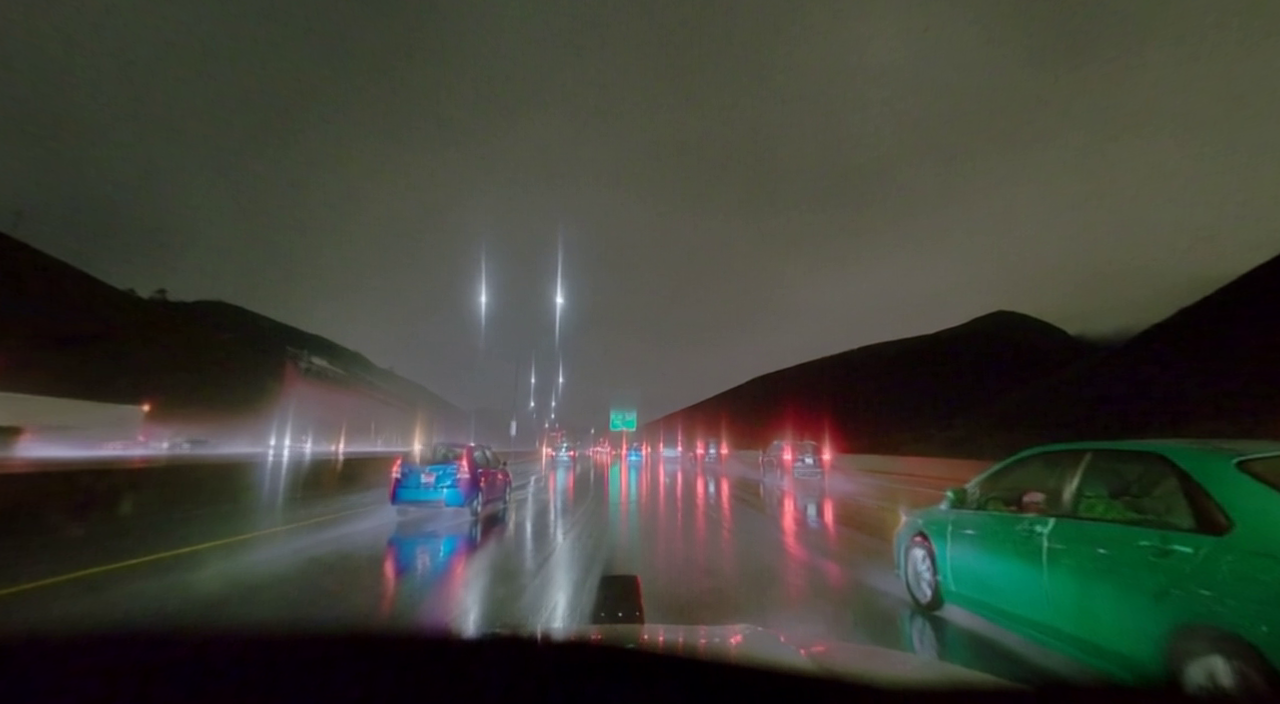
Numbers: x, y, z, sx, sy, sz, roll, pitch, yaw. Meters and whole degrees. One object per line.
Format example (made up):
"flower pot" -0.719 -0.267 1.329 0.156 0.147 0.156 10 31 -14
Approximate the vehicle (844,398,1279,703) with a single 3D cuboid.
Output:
"vehicle" 3.170 1.213 4.023 2.136 1.511 4.706 0 -9 0

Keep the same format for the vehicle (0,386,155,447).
"vehicle" -44.313 5.160 47.606 2.886 4.000 16.408 1 -9 -2

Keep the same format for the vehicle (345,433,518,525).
"vehicle" -3.915 2.448 12.714 1.993 1.500 4.248 0 -9 1

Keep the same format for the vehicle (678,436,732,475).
"vehicle" 3.262 5.335 32.614 2.222 1.820 4.733 0 -9 -1

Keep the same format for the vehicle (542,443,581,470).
"vehicle" -4.547 6.096 36.971 1.796 1.464 3.839 0 -9 -1

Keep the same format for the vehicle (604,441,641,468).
"vehicle" -1.053 6.306 38.953 2.147 1.572 4.094 0 -9 -1
